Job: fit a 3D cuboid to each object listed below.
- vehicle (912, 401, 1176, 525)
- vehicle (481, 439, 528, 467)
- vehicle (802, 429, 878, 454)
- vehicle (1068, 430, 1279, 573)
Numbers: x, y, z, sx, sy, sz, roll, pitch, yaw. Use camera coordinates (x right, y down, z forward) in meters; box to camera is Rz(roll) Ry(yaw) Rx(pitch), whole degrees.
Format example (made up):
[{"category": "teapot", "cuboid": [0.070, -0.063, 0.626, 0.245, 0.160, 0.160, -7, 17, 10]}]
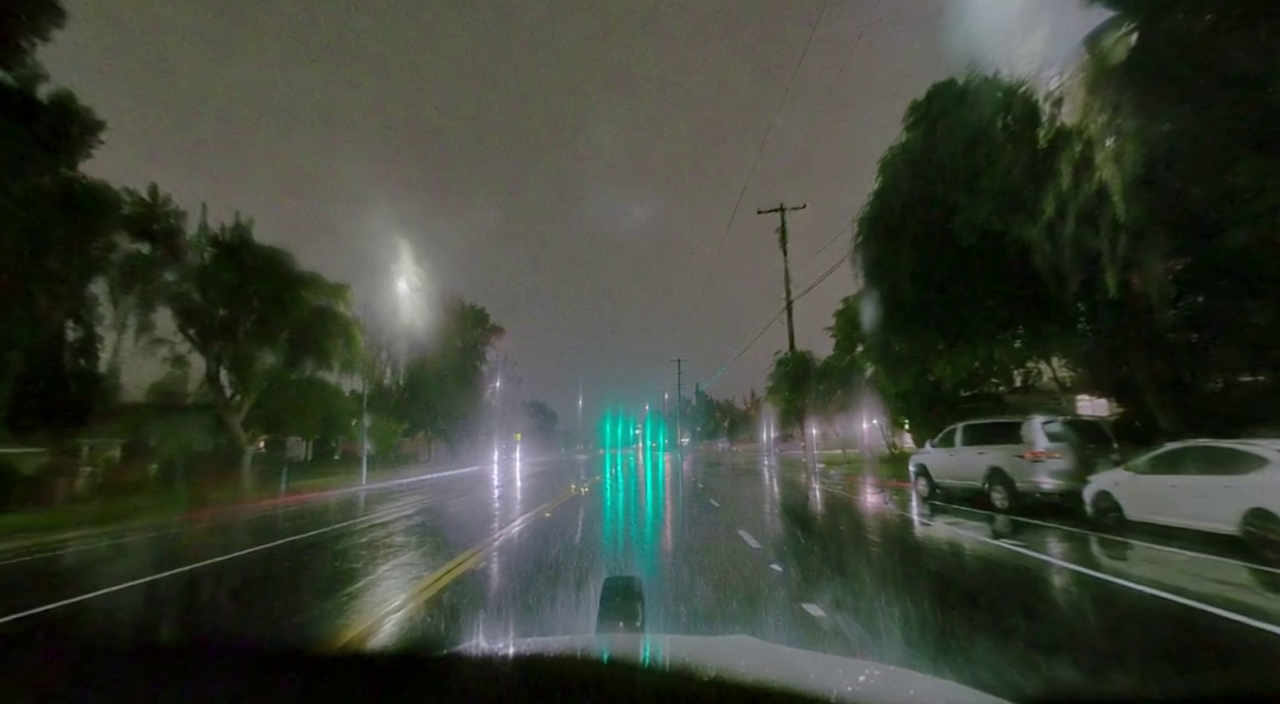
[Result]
[{"category": "vehicle", "cuboid": [7.470, 2.110, 12.497, 2.040, 1.970, 4.753, 0, -8, 0]}, {"category": "vehicle", "cuboid": [-10.559, 7.956, 49.537, 2.347, 1.960, 5.167, -2, -10, 2]}, {"category": "vehicle", "cuboid": [14.295, 6.432, 45.371, 4.793, 1.744, 2.055, 0, -8, 1]}, {"category": "vehicle", "cuboid": [7.474, 1.643, 7.259, 1.903, 1.439, 4.508, 0, -8, -1]}]
